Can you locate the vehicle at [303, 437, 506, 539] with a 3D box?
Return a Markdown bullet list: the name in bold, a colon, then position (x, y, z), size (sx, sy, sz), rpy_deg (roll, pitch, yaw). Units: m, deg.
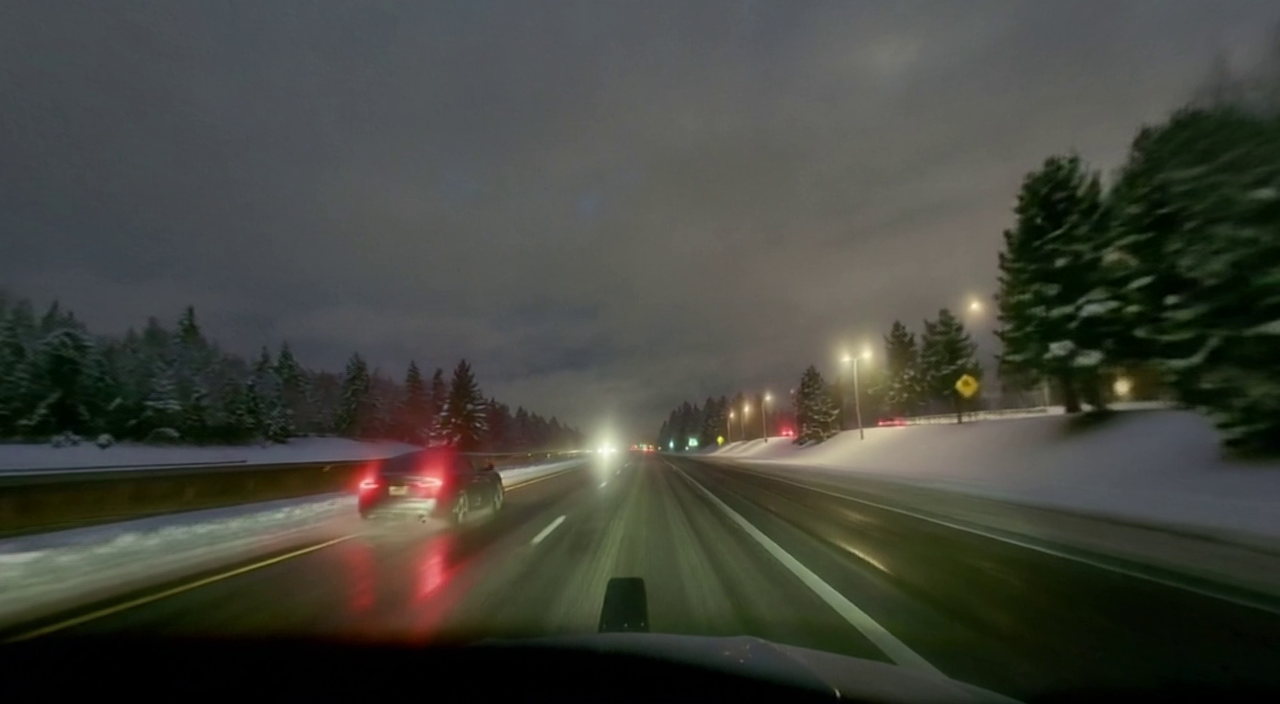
- **vehicle**: position (-4.049, 2.397, 11.816), size (2.021, 1.526, 4.385), rpy_deg (0, -8, 1)
